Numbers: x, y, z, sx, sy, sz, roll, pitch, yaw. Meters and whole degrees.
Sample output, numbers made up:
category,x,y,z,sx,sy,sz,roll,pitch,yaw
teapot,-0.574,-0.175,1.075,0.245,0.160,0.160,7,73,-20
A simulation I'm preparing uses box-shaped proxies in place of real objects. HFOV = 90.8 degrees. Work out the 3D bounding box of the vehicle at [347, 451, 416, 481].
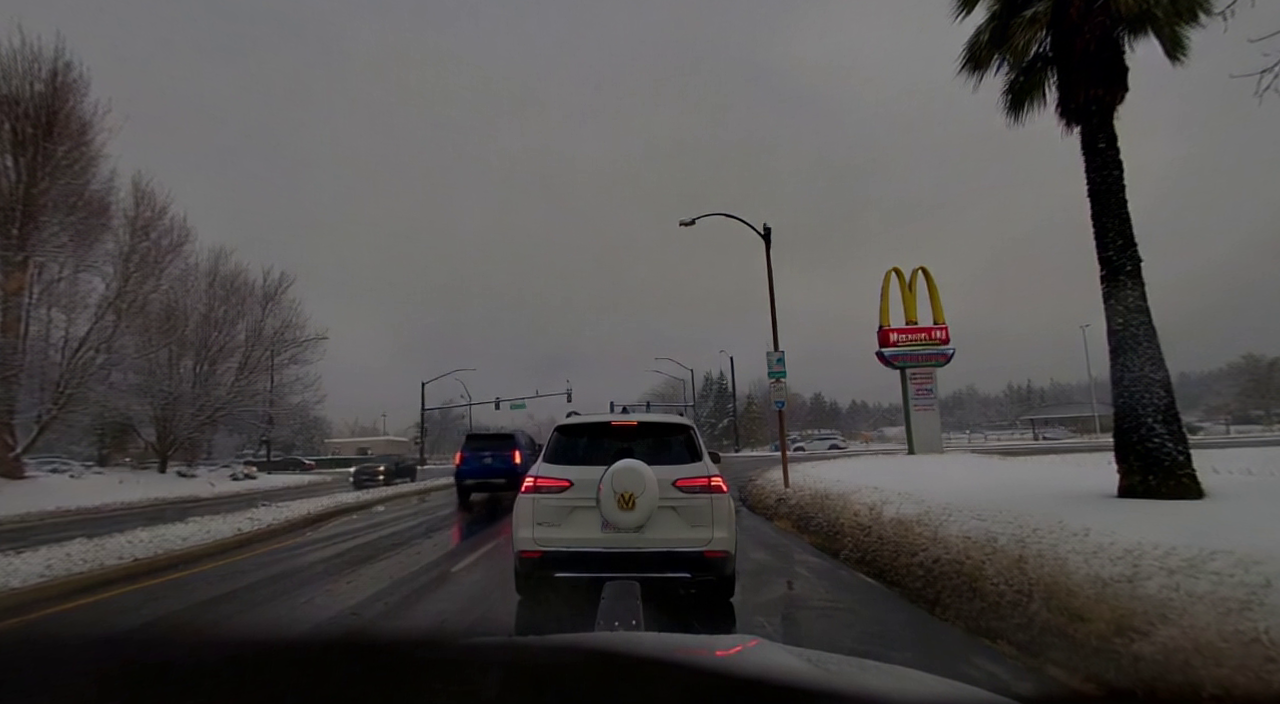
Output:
category,x,y,z,sx,sy,sz,roll,pitch,yaw
vehicle,-15.025,6.636,36.991,2.069,1.617,4.613,0,-9,0

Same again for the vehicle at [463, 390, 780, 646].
category,x,y,z,sx,sy,sz,roll,pitch,yaw
vehicle,-0.142,1.417,6.325,2.137,1.728,3.926,0,-9,-1

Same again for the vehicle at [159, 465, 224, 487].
category,x,y,z,sx,sy,sz,roll,pitch,yaw
vehicle,-33.313,9.216,47.033,1.792,1.439,3.952,-1,-9,3

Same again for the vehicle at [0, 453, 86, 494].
category,x,y,z,sx,sy,sz,roll,pitch,yaw
vehicle,-28.119,5.416,28.206,4.584,1.714,2.186,4,-10,-27
